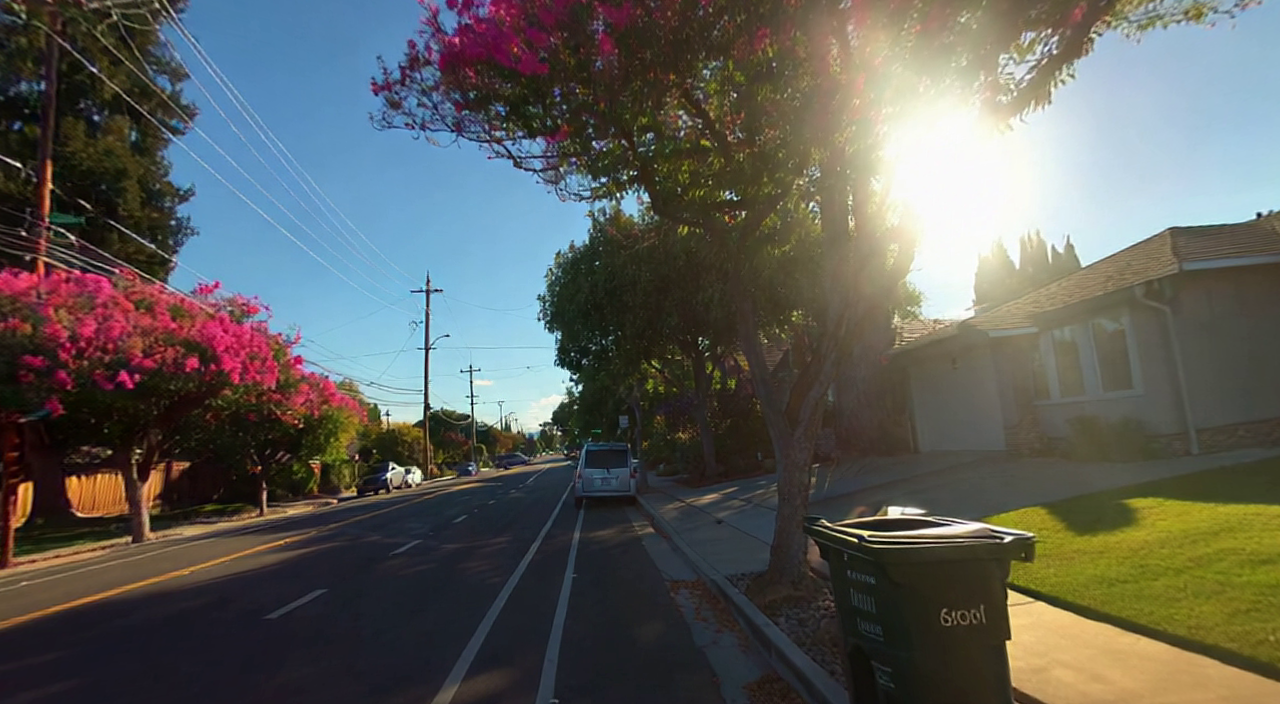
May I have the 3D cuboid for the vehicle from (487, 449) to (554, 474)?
[{"bbox_3d":[-9.142,8.396,48.615,4.723,1.679,2.218,-2,-9,1],"label":"vehicle"}]

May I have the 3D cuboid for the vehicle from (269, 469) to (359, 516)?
[{"bbox_3d":[-13.764,5.920,26.979,1.982,1.660,4.142,1,-8,-6],"label":"vehicle"}]

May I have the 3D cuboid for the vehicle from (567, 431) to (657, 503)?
[{"bbox_3d":[-0.827,3.081,17.388,2.190,1.708,4.115,0,-8,-4],"label":"vehicle"}]
